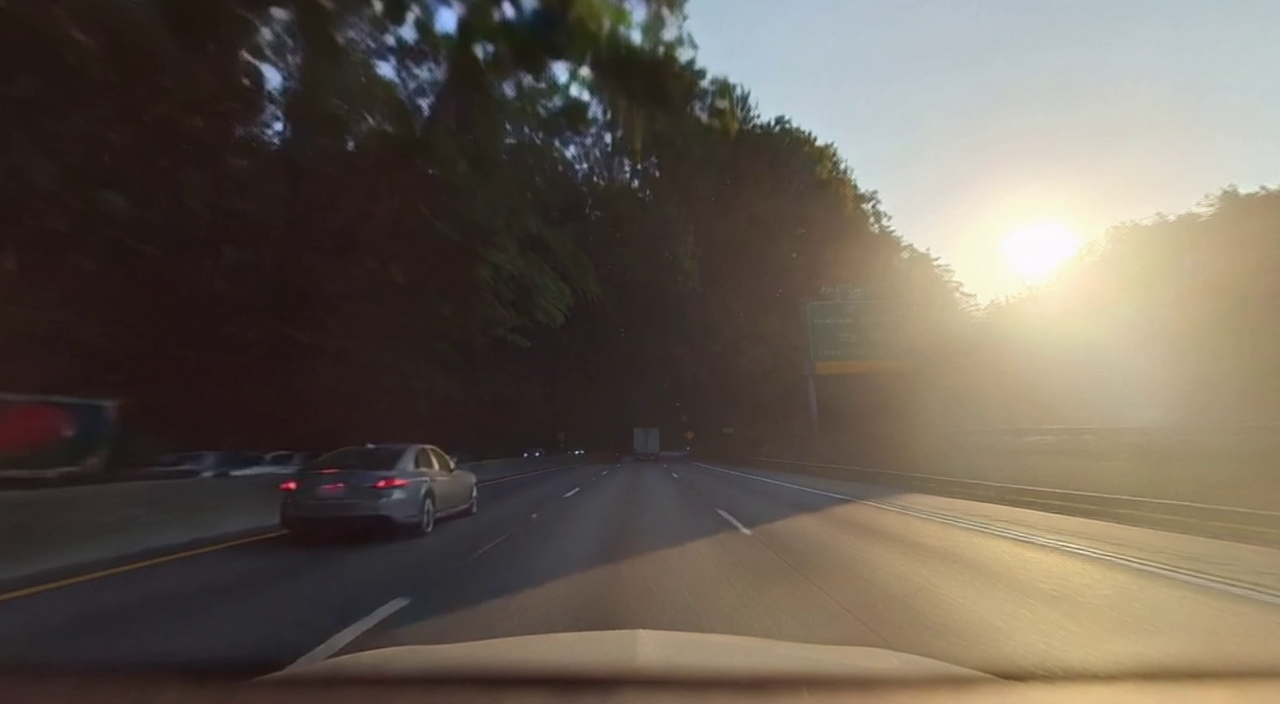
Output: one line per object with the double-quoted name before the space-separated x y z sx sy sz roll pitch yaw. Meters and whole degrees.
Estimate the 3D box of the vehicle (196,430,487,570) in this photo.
"vehicle" -3.870 2.006 9.334 2.027 1.519 4.578 0 -9 0

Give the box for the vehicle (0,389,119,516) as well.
"vehicle" -16.275 2.252 14.135 2.595 2.932 7.581 0 -9 1
